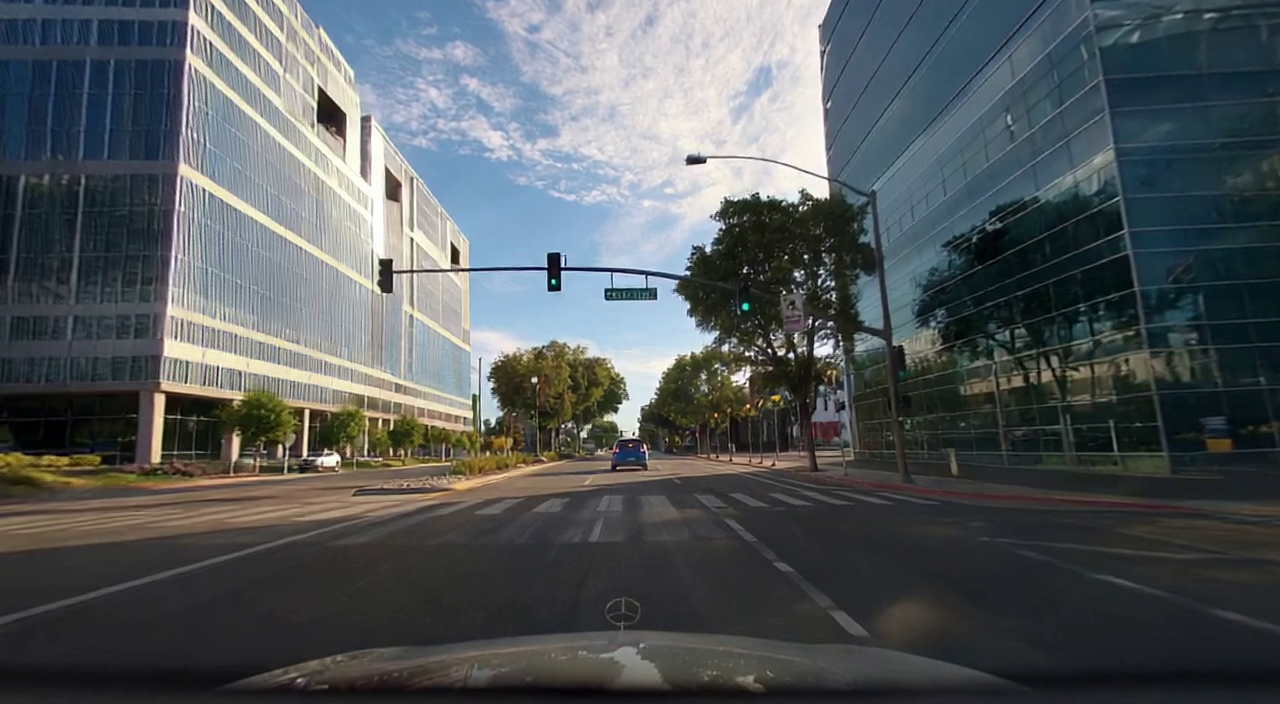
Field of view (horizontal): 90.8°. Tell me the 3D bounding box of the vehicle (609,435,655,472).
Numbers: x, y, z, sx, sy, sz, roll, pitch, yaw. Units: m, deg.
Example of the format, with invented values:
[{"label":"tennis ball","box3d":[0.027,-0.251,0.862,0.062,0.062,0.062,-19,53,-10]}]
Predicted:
[{"label":"vehicle","box3d":[-0.431,5.468,34.164,2.313,1.860,4.319,0,-9,-1]}]
